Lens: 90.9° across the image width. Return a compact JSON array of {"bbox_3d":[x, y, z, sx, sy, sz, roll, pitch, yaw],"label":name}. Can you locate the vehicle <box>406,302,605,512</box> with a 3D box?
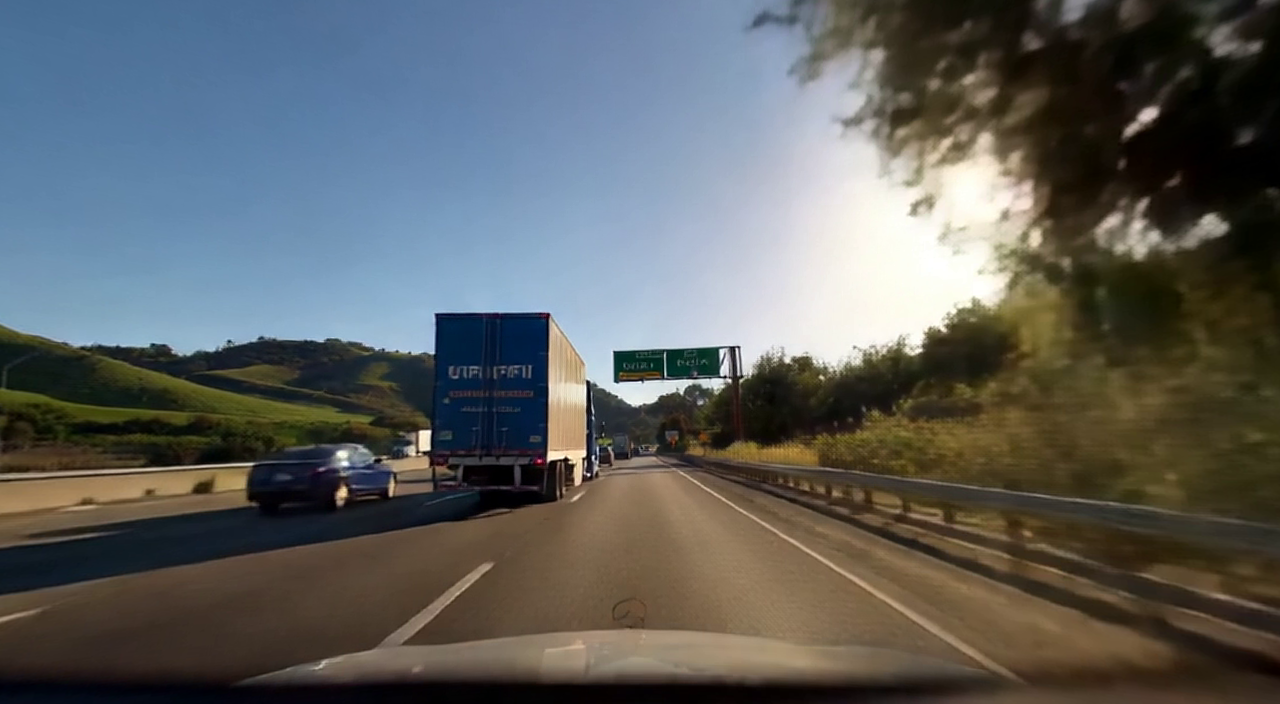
[{"bbox_3d":[-3.193,2.303,21.193,3.202,4.352,16.251,0,-9,0],"label":"vehicle"}]

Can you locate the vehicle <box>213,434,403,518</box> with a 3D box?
[{"bbox_3d":[-7.353,2.767,14.620,1.949,1.604,4.456,0,-9,0],"label":"vehicle"}]
